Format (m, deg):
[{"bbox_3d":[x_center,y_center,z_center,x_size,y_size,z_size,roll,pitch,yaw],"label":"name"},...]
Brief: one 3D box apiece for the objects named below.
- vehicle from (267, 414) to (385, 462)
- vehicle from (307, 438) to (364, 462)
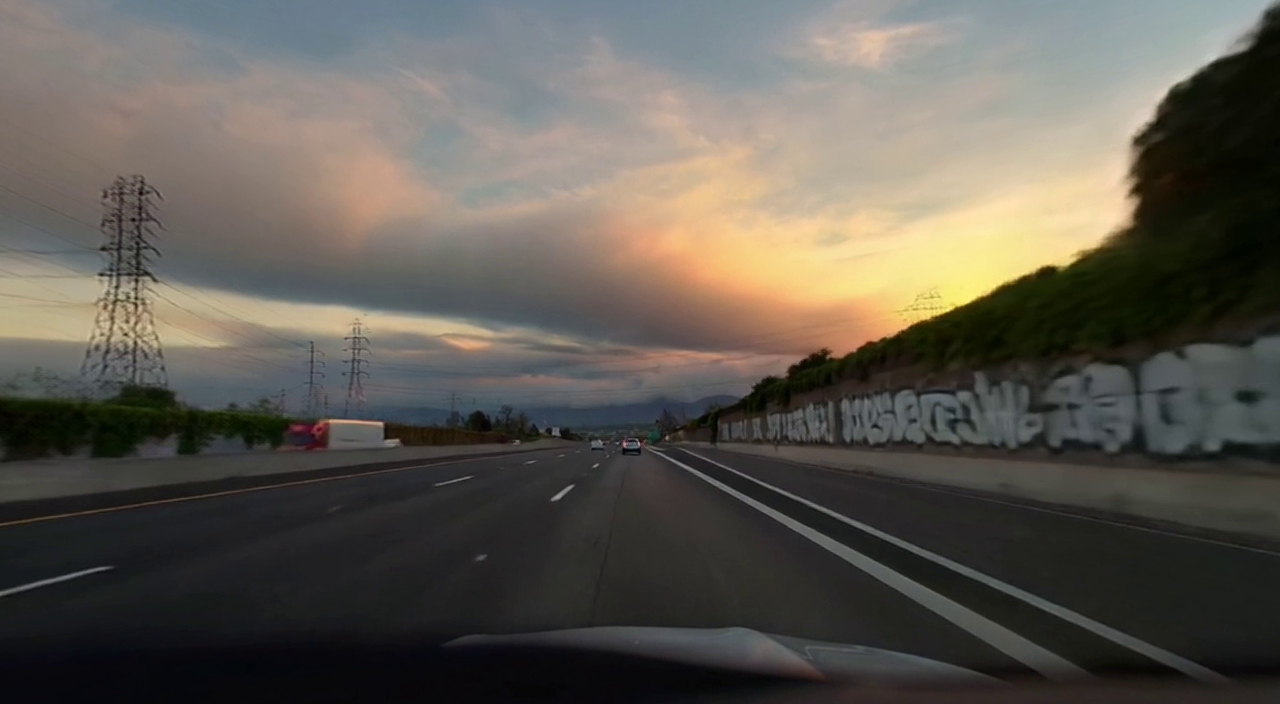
[{"bbox_3d":[-23.144,6.491,47.549,2.898,3.171,12.148,0,-8,-1],"label":"vehicle"},{"bbox_3d":[-19.214,6.191,39.918,1.703,1.394,3.744,0,-8,-1],"label":"vehicle"}]
